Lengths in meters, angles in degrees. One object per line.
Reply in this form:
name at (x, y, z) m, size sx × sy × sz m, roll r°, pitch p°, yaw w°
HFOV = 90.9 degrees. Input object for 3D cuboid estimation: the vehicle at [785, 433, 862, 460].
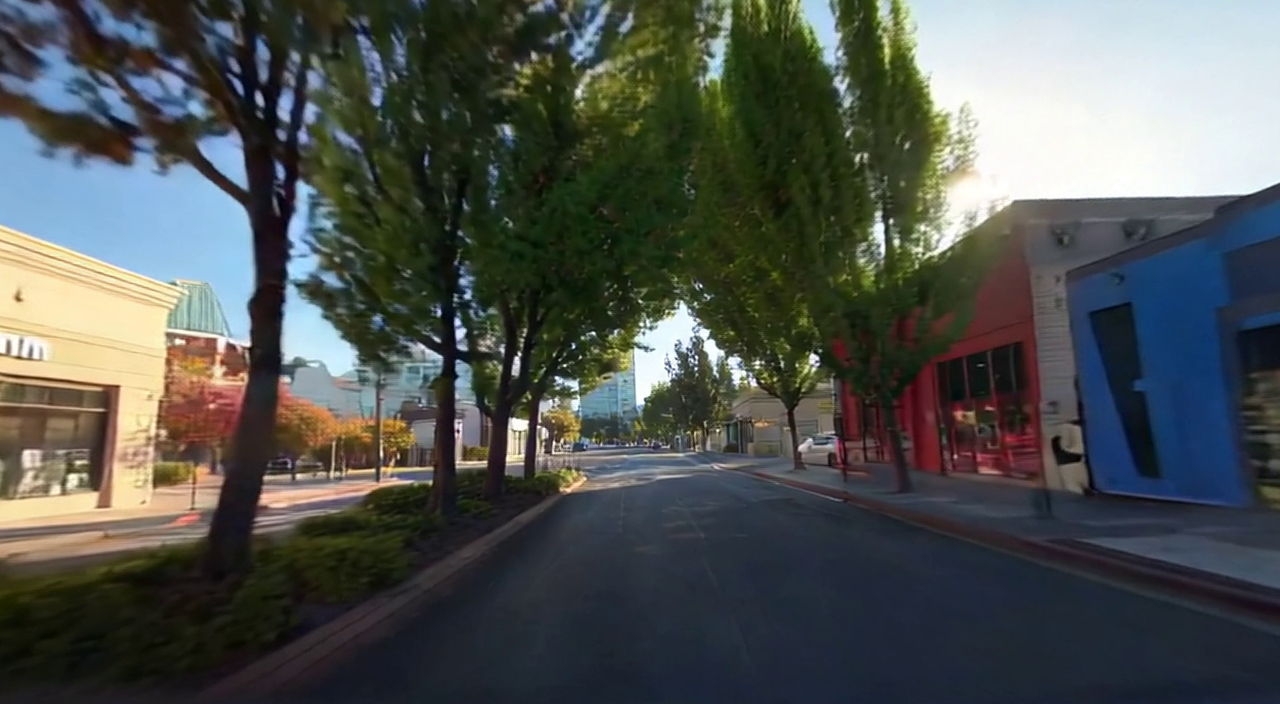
vehicle at (13.837, 7.183, 47.782) m, size 5.129 × 1.882 × 2.117 m, roll -1°, pitch -10°, yaw -2°
